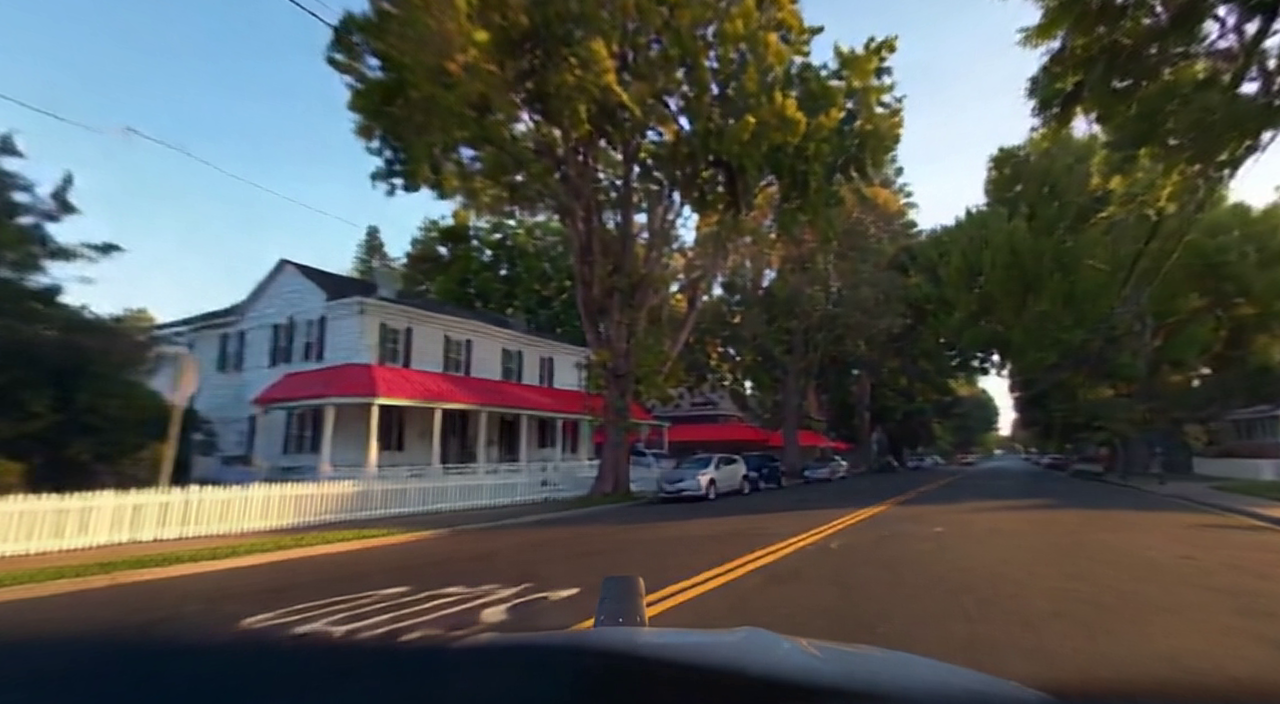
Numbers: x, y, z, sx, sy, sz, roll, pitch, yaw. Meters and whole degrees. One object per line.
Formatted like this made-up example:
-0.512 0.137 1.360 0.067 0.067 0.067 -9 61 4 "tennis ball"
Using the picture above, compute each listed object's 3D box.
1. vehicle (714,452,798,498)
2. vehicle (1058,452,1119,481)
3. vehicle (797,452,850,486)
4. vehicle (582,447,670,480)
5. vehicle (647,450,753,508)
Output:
4.964 5.097 26.622 1.913 1.723 4.318 -6 -10 32 "vehicle"
25.493 6.513 36.081 2.052 1.476 4.438 -7 -11 26 "vehicle"
10.654 6.723 36.551 1.970 1.785 4.274 -5 -10 29 "vehicle"
-0.804 6.227 35.613 4.492 1.725 2.033 -4 -9 26 "vehicle"
2.221 4.347 22.203 1.975 1.775 4.509 -5 -10 30 "vehicle"
